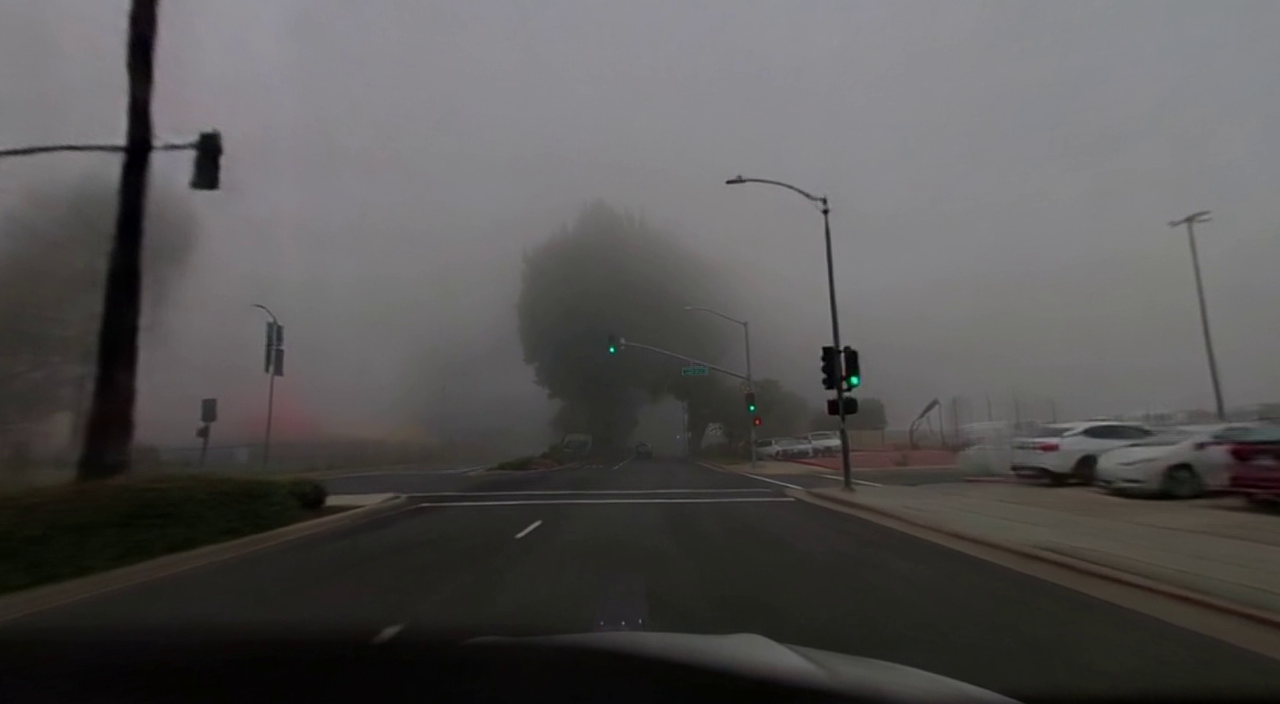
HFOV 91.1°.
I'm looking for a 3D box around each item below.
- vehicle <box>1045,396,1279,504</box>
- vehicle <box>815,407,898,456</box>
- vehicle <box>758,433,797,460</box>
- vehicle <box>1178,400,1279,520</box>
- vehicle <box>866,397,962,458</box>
[{"bbox_3d":[10.946,1.892,12.214,4.641,1.883,2.085,0,-9,-3],"label":"vehicle"},{"bbox_3d":[16.324,6.181,48.383,2.814,3.328,10.467,0,-8,1],"label":"vehicle"},{"bbox_3d":[9.943,6.896,45.598,1.655,1.820,3.969,0,-9,-4],"label":"vehicle"},{"bbox_3d":[11.124,1.592,9.470,4.233,1.665,1.847,-1,-9,-1],"label":"vehicle"},{"bbox_3d":[16.129,4.624,37.697,3.161,3.209,7.934,-1,-8,8],"label":"vehicle"}]
